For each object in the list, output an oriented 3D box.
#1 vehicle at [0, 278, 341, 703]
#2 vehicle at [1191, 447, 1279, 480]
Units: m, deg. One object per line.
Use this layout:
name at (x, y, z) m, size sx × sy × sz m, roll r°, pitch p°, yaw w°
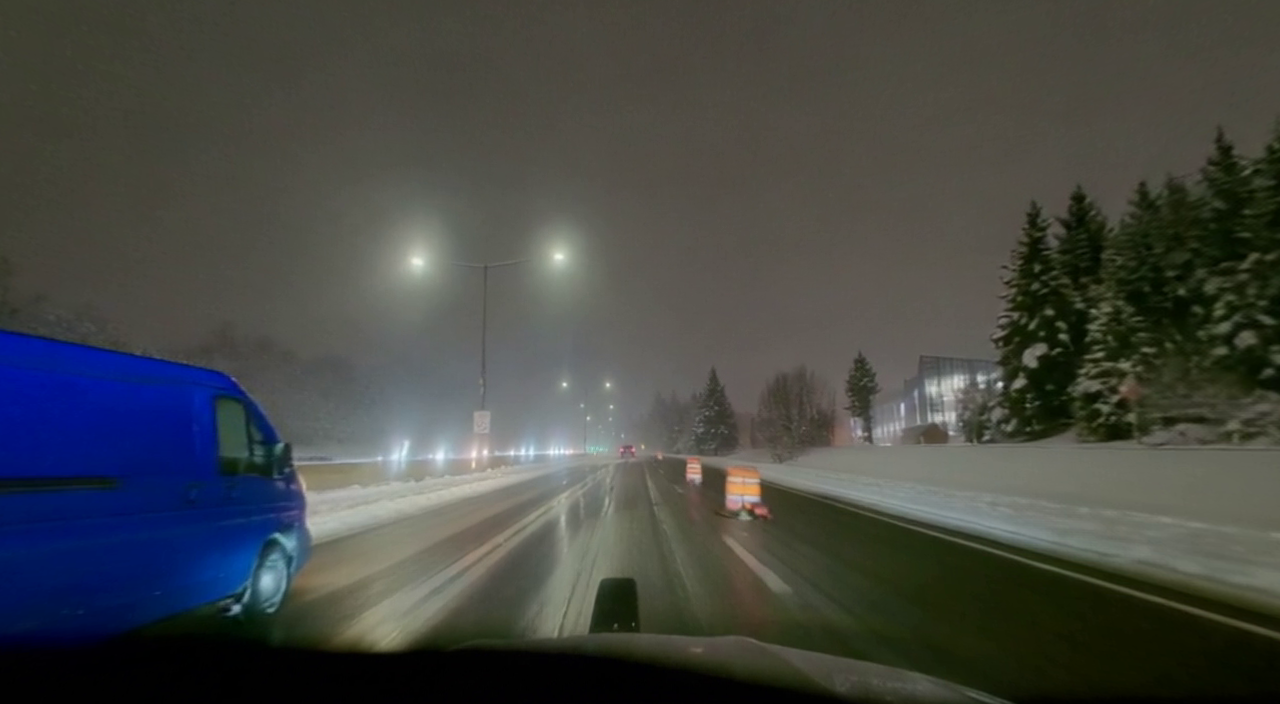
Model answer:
vehicle at (-3.669, 0.804, 3.279) m, size 2.046 × 1.982 × 4.465 m, roll 0°, pitch -9°, yaw -1°
vehicle at (29.901, 5.449, 31.007) m, size 3.810 × 1.500 × 1.922 m, roll 0°, pitch -8°, yaw 0°
